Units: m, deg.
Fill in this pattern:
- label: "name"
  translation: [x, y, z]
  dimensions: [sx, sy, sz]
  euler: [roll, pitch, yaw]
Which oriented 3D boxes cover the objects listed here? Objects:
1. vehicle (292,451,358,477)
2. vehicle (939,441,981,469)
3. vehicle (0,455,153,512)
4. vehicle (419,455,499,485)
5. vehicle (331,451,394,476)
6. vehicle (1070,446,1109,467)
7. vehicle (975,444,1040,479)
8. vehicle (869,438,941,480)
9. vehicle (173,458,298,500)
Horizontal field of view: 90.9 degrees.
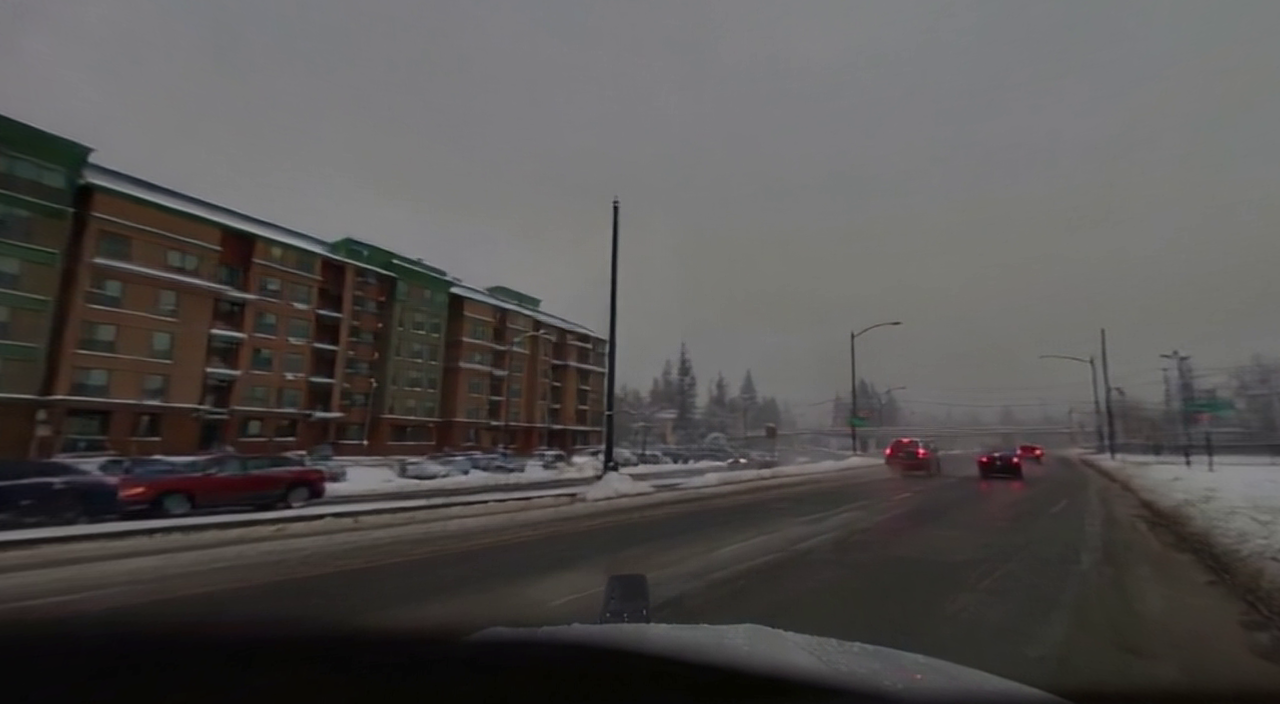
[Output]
- label: "vehicle"
  translation: [-19.953, 7.068, 39.874]
  dimensions: [4.108, 1.494, 2.133]
  euler: [-7, -10, 38]
- label: "vehicle"
  translation: [21.096, 6.747, 41.479]
  dimensions: [1.857, 1.697, 4.011]
  euler: [-6, -10, 34]
- label: "vehicle"
  translation: [-21.283, 4.704, 22.920]
  dimensions: [2.011, 1.803, 5.127]
  euler: [-6, -10, 35]
- label: "vehicle"
  translation: [-11.037, 7.227, 38.761]
  dimensions: [1.875, 1.600, 4.604]
  euler: [-6, -10, 33]
- label: "vehicle"
  translation: [-18.492, 7.404, 41.929]
  dimensions: [3.990, 1.502, 2.113]
  euler: [-7, -11, 38]
- label: "vehicle"
  translation: [34.150, 7.917, 47.944]
  dimensions: [1.981, 1.449, 4.533]
  euler: [-5, -10, 31]
- label: "vehicle"
  translation: [16.798, 4.910, 28.707]
  dimensions: [2.041, 1.444, 4.710]
  euler: [-6, -10, 35]
- label: "vehicle"
  translation: [11.822, 4.680, 27.946]
  dimensions: [2.031, 1.692, 4.284]
  euler: [-6, -10, 34]
- label: "vehicle"
  translation: [-17.908, 5.603, 28.101]
  dimensions: [1.884, 1.575, 4.215]
  euler: [-5, -10, 32]
